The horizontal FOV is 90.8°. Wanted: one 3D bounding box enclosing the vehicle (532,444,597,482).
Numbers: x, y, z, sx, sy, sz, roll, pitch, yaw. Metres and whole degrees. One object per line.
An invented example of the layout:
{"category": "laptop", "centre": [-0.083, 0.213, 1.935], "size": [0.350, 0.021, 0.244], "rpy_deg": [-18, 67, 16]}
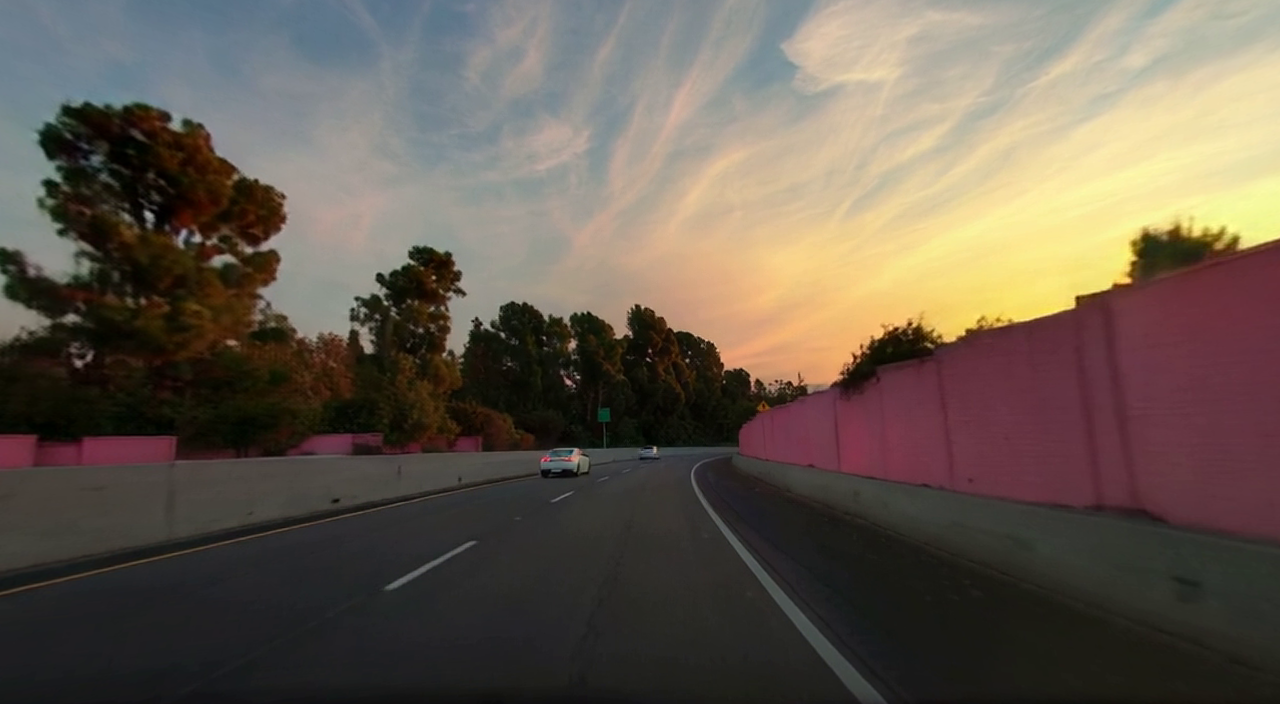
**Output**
{"category": "vehicle", "centre": [-2.986, 4.499, 25.881], "size": [1.746, 1.405, 4.339], "rpy_deg": [-1, -9, 5]}
